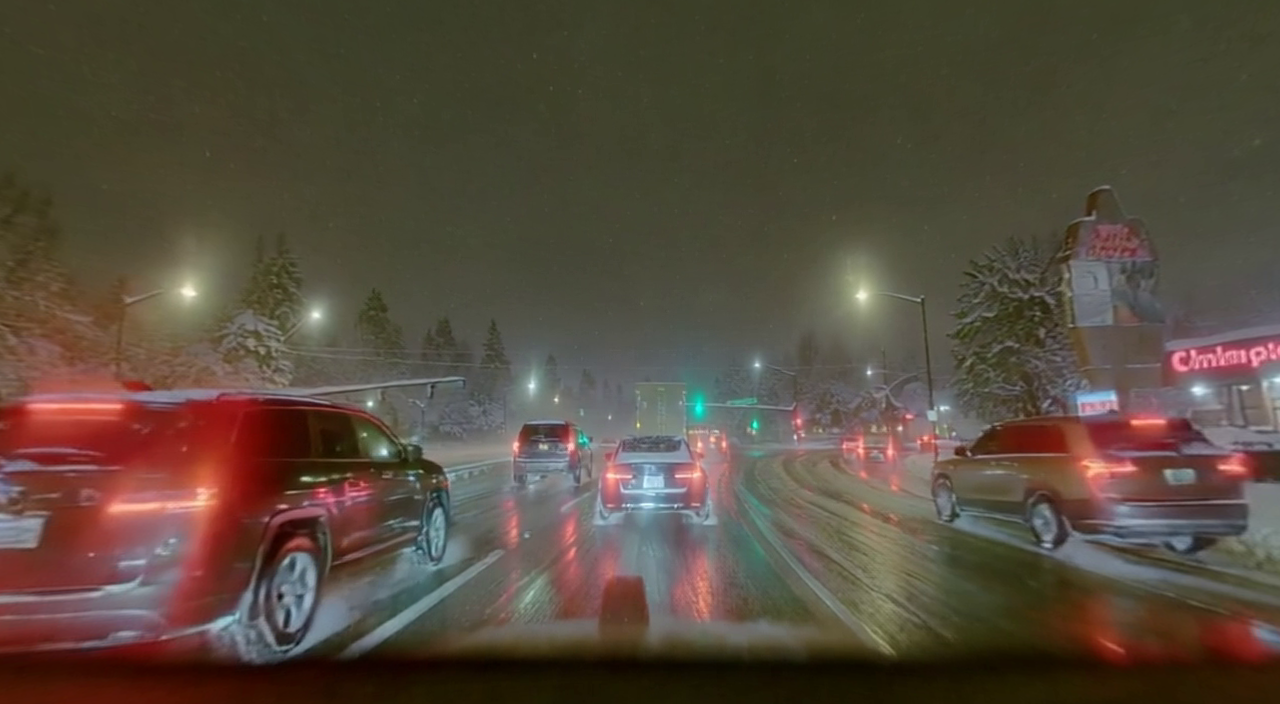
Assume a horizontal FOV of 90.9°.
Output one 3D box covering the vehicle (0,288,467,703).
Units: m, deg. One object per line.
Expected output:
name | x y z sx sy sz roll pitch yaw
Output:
vehicle | -3.050 1.014 4.644 2.124 1.829 4.799 0 -8 1

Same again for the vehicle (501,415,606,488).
vehicle | -2.453 3.035 19.518 2.289 1.935 5.227 -1 -8 2

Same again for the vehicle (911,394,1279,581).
vehicle | 5.830 1.673 8.642 2.141 1.794 4.933 0 -8 2

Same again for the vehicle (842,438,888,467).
vehicle | 12.495 5.570 35.226 1.900 1.507 4.151 -2 -9 13

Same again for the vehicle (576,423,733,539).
vehicle | 0.154 1.995 10.380 2.061 1.494 4.079 0 -8 -1
